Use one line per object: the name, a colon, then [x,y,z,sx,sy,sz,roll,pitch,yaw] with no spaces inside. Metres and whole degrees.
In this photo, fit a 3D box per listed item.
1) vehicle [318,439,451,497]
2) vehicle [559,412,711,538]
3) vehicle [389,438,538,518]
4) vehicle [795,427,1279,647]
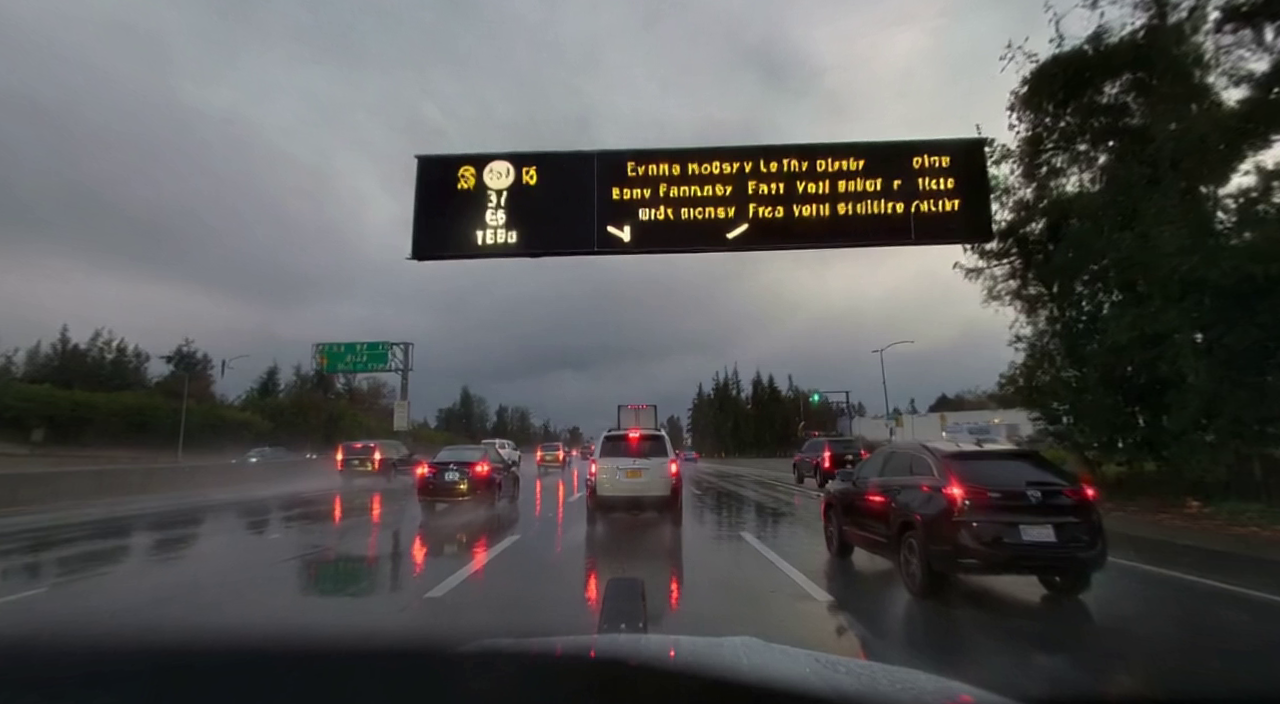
vehicle: [-7.429,3.410,18.928,2.026,1.507,4.536,0,-9,1]
vehicle: [-0.080,2.052,11.013,2.152,1.779,3.924,0,-9,0]
vehicle: [-3.592,2.642,13.754,2.005,1.458,4.143,0,-9,1]
vehicle: [3.273,1.596,6.599,2.018,1.470,4.491,0,-9,-2]
